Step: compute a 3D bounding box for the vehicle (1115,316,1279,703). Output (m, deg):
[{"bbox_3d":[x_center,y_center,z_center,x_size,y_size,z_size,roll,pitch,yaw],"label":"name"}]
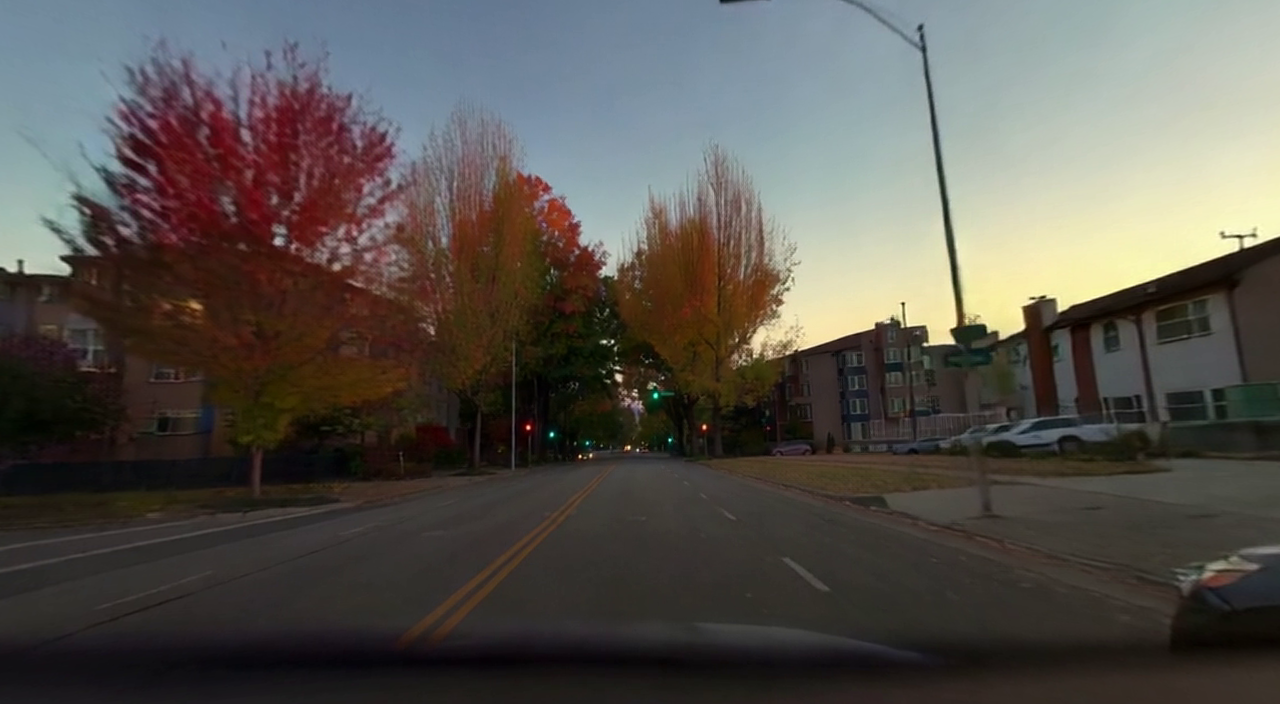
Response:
[{"bbox_3d":[3.231,0.508,0.268,2.224,1.791,4.834,0,-9,-1],"label":"vehicle"}]
